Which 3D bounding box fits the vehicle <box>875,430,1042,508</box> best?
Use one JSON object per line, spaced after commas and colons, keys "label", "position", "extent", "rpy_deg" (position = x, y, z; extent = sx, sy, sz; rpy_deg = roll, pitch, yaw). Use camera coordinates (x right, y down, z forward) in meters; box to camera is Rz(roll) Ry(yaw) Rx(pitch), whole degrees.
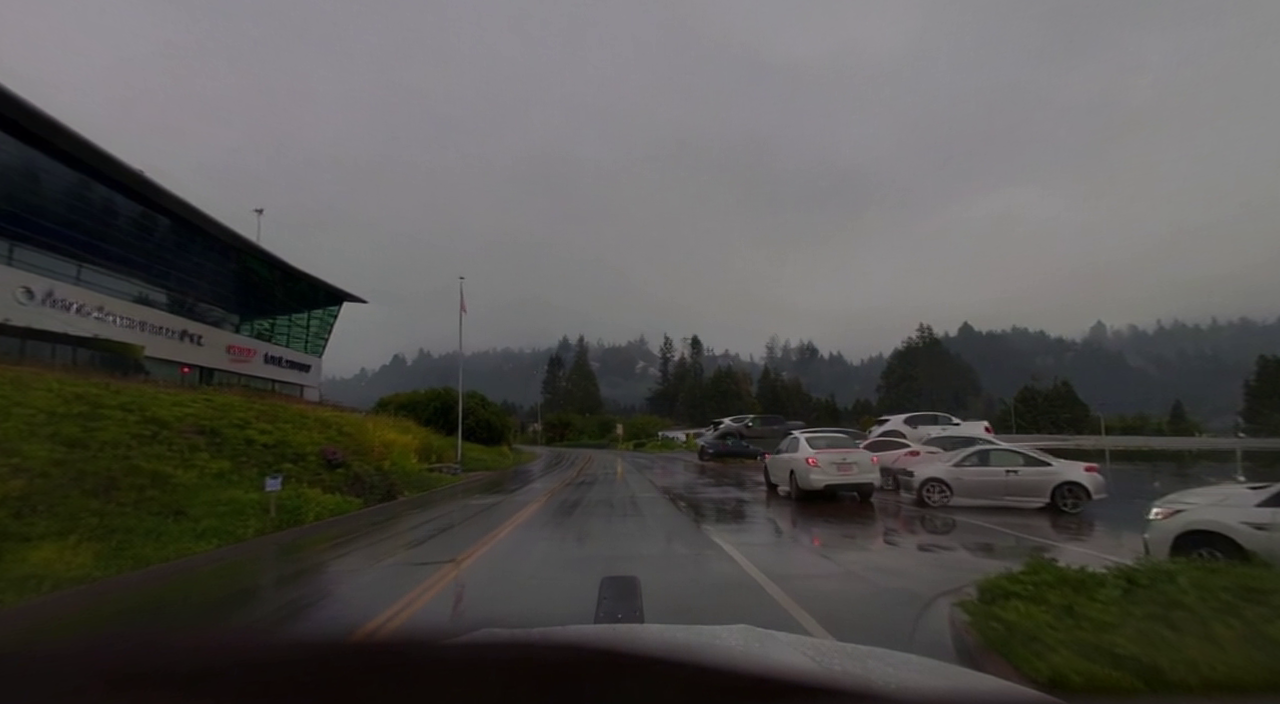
{"label": "vehicle", "position": [7.961, 2.969, 16.366], "extent": [1.924, 1.713, 4.627], "rpy_deg": [0, -9, 0]}

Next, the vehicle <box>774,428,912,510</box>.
{"label": "vehicle", "position": [5.161, 3.019, 16.696], "extent": [1.977, 1.860, 4.237], "rpy_deg": [0, -9, -4]}

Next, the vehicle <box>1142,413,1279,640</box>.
{"label": "vehicle", "position": [7.064, 1.385, 4.697], "extent": [2.113, 1.945, 4.546], "rpy_deg": [3, -10, -23]}

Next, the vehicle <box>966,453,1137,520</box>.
{"label": "vehicle", "position": [10.480, 3.402, 16.432], "extent": [1.819, 1.494, 3.834], "rpy_deg": [0, -9, 0]}
